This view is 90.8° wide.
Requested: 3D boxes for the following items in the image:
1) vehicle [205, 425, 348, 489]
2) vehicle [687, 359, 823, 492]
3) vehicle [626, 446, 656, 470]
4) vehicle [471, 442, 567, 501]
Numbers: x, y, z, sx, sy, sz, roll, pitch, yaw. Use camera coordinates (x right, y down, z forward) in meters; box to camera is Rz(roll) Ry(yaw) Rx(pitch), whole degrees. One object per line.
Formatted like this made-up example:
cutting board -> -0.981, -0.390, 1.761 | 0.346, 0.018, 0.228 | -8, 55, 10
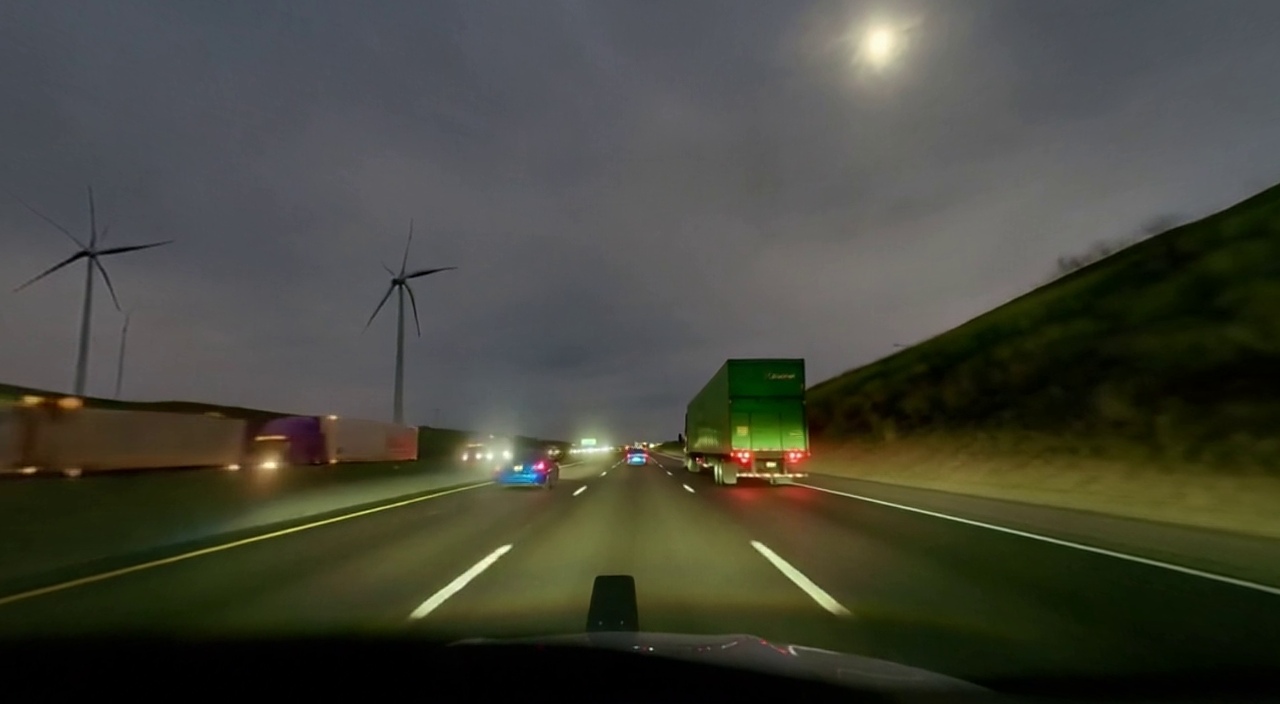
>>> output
vehicle -> -15.452, 4.529, 27.526 | 2.225, 2.398, 6.689 | 0, -9, 0
vehicle -> 3.950, 3.220, 25.812 | 2.947, 3.989, 13.568 | 0, -9, 0
vehicle -> 0.031, 7.022, 41.918 | 1.931, 1.453, 3.695 | 0, -9, -1
vehicle -> -3.378, 3.419, 18.443 | 1.952, 1.521, 4.095 | 0, -9, 1
